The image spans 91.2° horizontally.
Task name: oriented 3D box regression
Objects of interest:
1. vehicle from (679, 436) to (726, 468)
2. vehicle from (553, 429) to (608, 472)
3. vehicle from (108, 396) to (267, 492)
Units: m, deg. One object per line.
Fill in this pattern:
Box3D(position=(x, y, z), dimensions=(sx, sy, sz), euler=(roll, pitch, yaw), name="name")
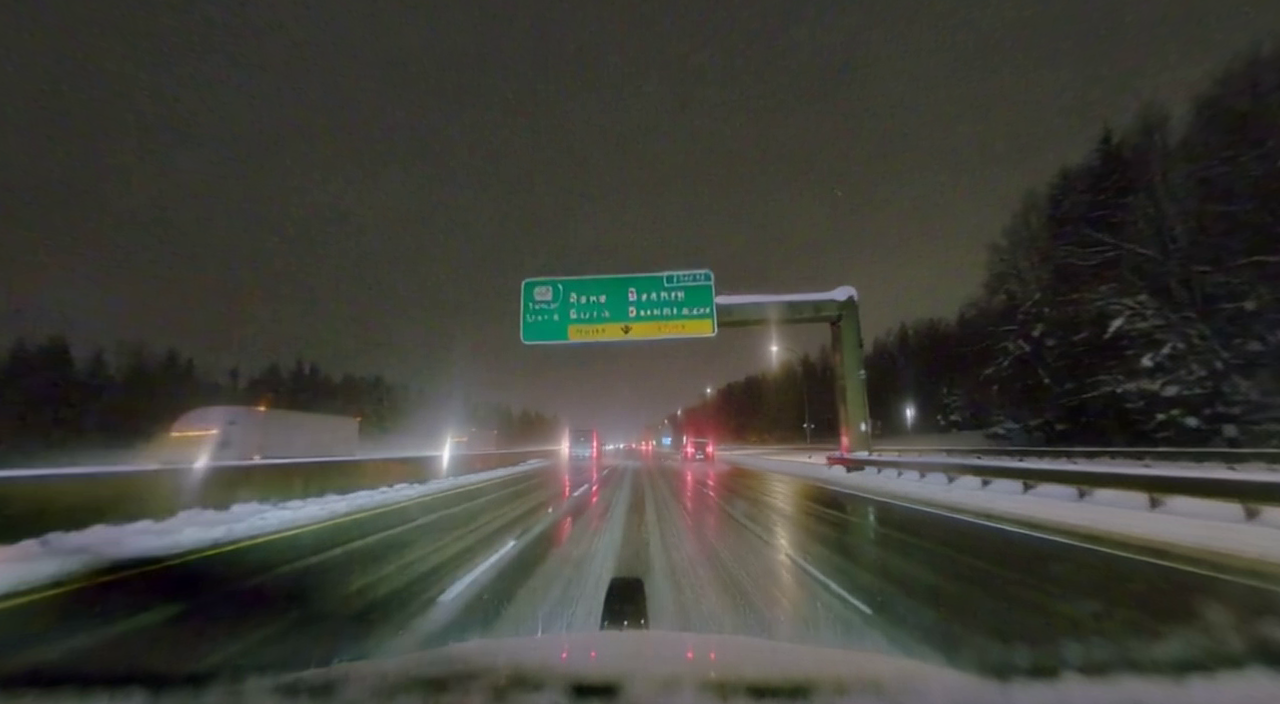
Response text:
Box3D(position=(3.521, 5.706, 36.005), dimensions=(2.202, 1.682, 4.188), euler=(0, -8, 0), name="vehicle")
Box3D(position=(-3.061, 5.222, 33.383), dimensions=(2.291, 2.052, 4.887), euler=(0, -8, 1), name="vehicle")
Box3D(position=(-21.299, 4.390, 30.124), dimensions=(2.967, 4.087, 6.094), euler=(0, -8, -1), name="vehicle")
